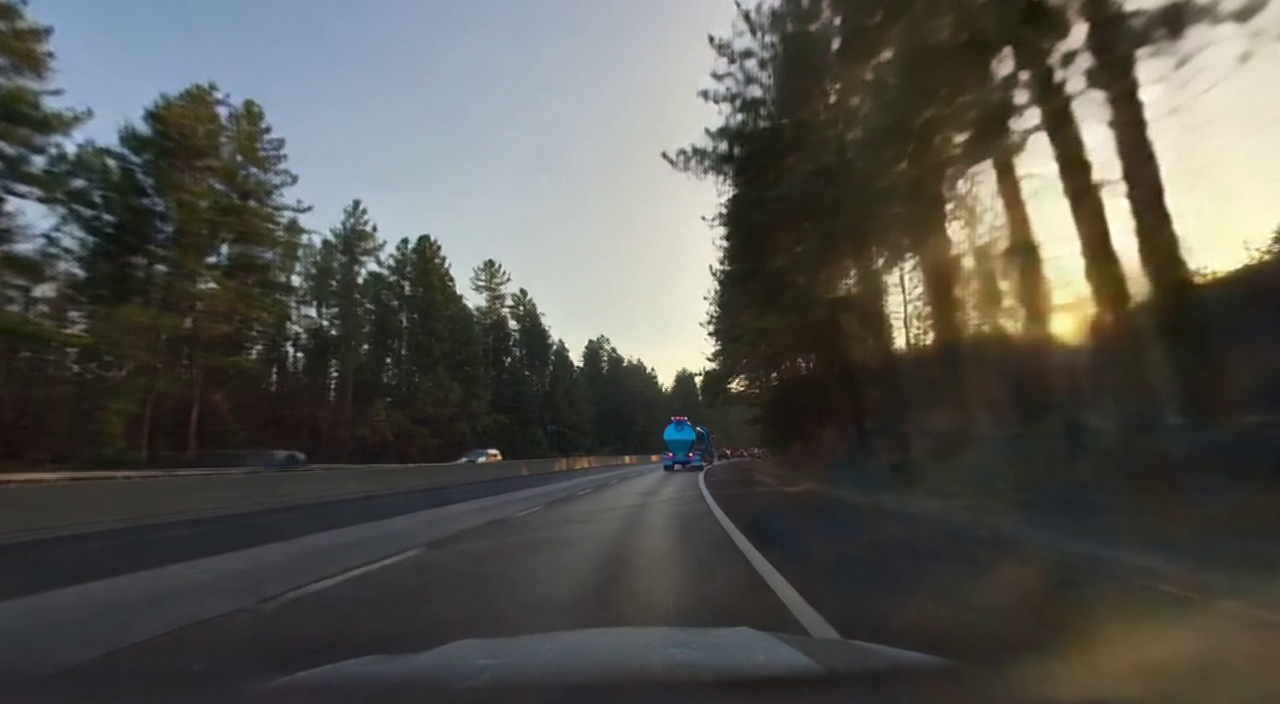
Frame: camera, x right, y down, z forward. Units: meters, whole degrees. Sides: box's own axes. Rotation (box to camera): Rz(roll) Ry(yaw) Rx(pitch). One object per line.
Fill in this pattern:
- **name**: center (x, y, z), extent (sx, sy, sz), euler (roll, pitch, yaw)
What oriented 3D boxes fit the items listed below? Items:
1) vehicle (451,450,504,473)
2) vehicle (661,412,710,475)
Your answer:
- **vehicle**: center (-11.299, 7.625, 44.236), extent (2.035, 1.503, 4.579), euler (-1, -8, 8)
- **vehicle**: center (3.403, 6.433, 44.351), extent (2.907, 3.747, 13.318), euler (0, -8, 6)
